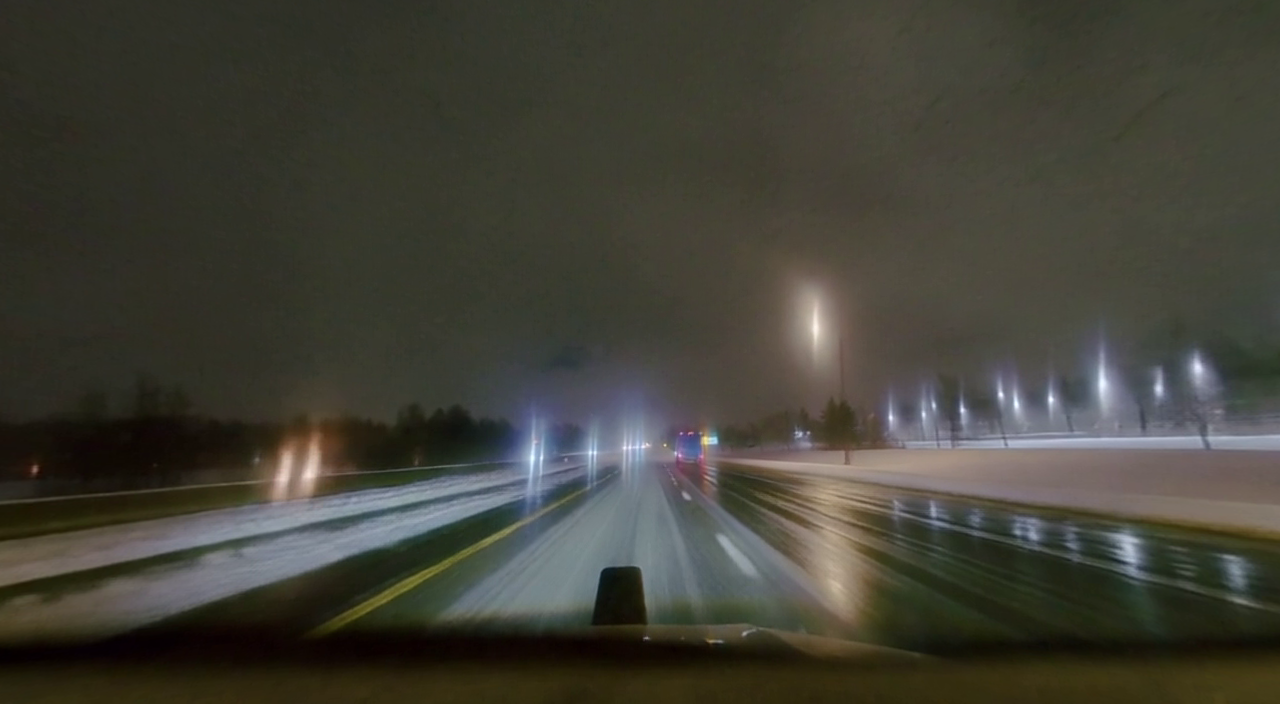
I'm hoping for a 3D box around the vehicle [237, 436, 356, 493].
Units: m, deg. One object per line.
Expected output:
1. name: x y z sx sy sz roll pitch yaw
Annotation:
1. vehicle: -19.721 6.511 36.809 2.666 2.954 7.203 -1 -9 1
